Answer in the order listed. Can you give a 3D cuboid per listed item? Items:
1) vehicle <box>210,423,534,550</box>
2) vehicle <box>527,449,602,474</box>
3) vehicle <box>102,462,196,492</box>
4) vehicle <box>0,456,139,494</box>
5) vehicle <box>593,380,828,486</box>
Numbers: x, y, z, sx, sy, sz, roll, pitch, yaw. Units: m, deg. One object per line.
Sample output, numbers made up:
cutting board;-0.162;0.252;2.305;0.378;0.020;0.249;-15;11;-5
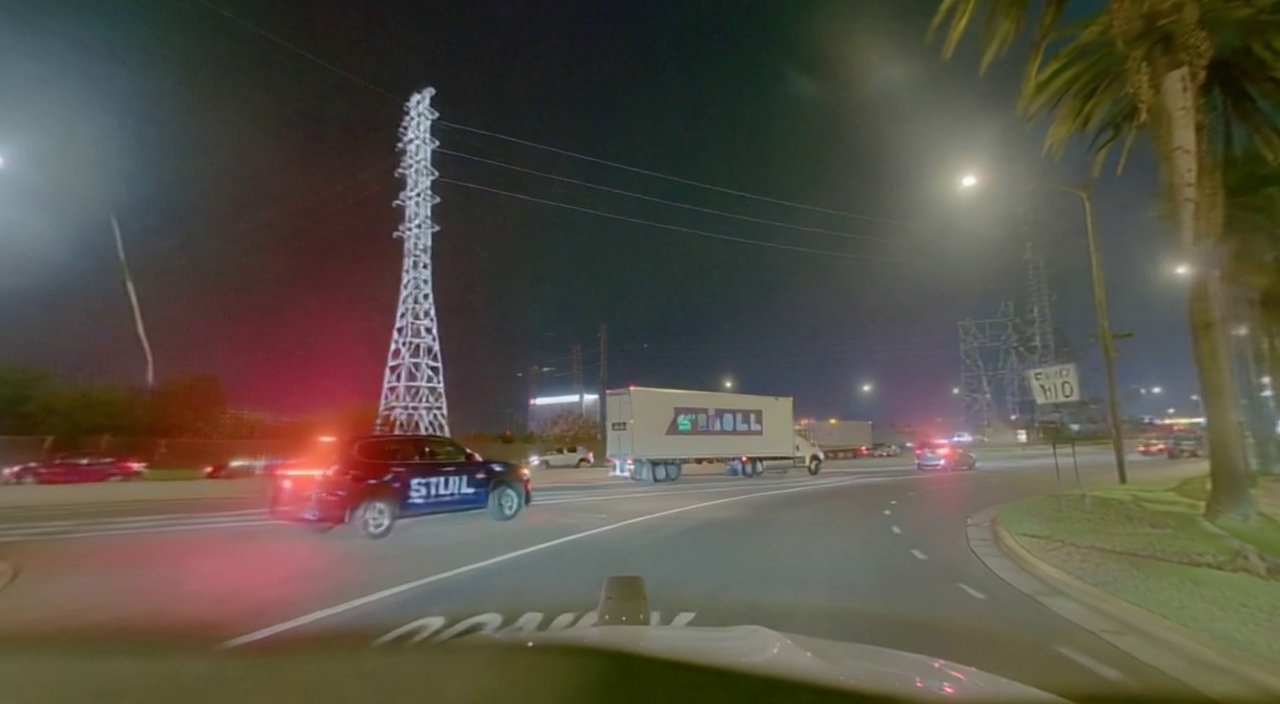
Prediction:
vehicle;-4.756;2.379;11.929;2.101;1.848;5.132;-9;-12;44
vehicle;-4.772;6.917;40.015;4.419;1.451;1.792;6;-11;-38
vehicle;-27.448;6.962;35.358;4.004;1.375;1.673;6;-9;-38
vehicle;-23.616;5.032;26.121;4.325;1.388;1.748;7;-11;-37
vehicle;3.538;3.709;28.304;11.567;3.933;2.903;6;-11;-37
